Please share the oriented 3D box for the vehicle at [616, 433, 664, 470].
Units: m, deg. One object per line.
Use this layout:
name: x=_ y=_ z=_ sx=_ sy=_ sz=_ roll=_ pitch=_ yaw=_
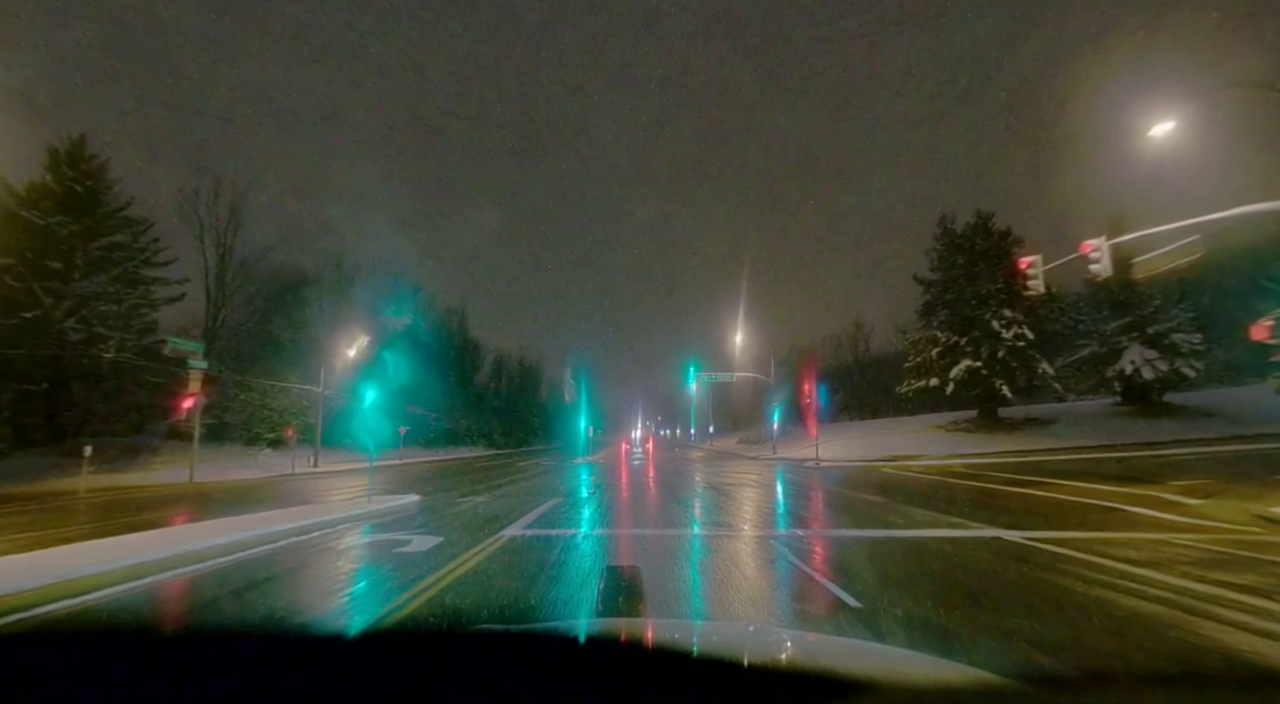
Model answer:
vehicle: x=-0.003 y=5.056 z=32.025 sx=2.256 sy=1.734 sz=4.176 roll=0 pitch=-8 yaw=0
